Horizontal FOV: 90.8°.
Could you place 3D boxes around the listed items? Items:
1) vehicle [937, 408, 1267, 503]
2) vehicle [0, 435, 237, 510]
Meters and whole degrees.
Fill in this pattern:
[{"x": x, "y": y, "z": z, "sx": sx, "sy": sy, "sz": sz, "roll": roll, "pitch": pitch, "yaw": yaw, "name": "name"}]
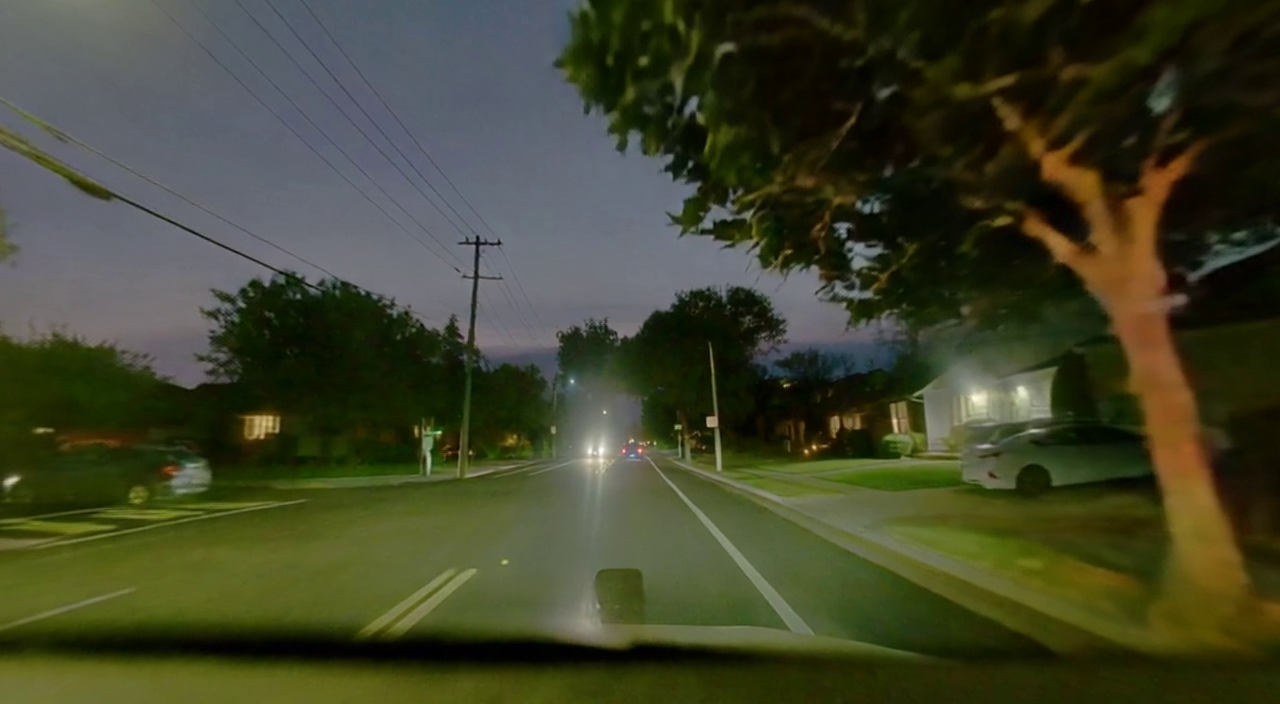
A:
[{"x": 9.048, "y": 2.087, "z": 12.918, "sx": 4.953, "sy": 1.704, "sz": 1.952, "roll": -2, "pitch": -9, "yaw": 11, "name": "vehicle"}, {"x": -14.360, "y": 3.214, "z": 17.139, "sx": 5.217, "sy": 1.866, "sz": 2.342, "roll": 0, "pitch": -8, "yaw": 1, "name": "vehicle"}]
